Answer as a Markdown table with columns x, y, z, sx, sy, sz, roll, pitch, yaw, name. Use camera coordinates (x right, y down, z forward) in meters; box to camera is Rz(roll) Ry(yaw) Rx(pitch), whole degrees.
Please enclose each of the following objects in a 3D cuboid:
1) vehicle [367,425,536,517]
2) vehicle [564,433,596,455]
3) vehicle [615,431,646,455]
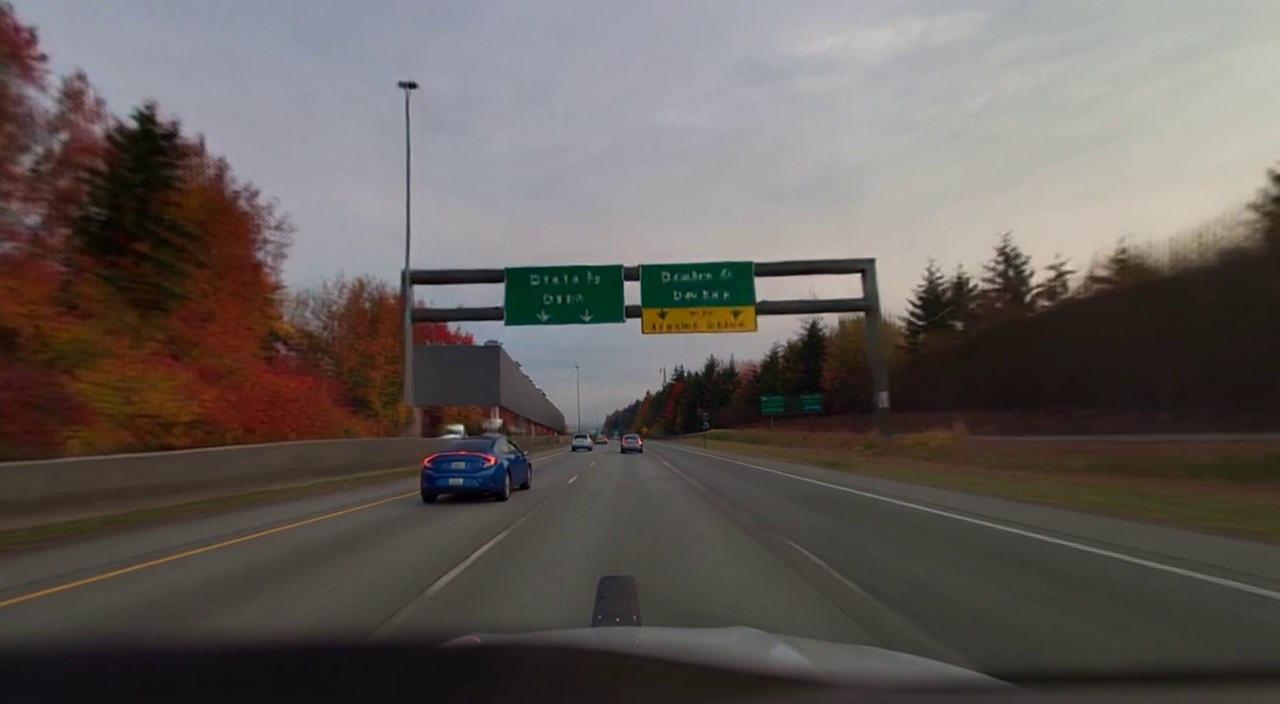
| x | y | z | sx | sy | sz | roll | pitch | yaw | name |
| --- | --- | --- | --- | --- | --- | --- | --- | --- | --- |
| -3.479 | 2.281 | 12.680 | 1.989 | 1.497 | 4.645 | 0 | -8 | 0 | vehicle |
| -4.491 | 6.971 | 47.681 | 2.071 | 1.524 | 4.398 | 0 | -8 | -1 | vehicle |
| -0.660 | 6.300 | 43.586 | 2.054 | 1.609 | 3.859 | 0 | -8 | -1 | vehicle |
